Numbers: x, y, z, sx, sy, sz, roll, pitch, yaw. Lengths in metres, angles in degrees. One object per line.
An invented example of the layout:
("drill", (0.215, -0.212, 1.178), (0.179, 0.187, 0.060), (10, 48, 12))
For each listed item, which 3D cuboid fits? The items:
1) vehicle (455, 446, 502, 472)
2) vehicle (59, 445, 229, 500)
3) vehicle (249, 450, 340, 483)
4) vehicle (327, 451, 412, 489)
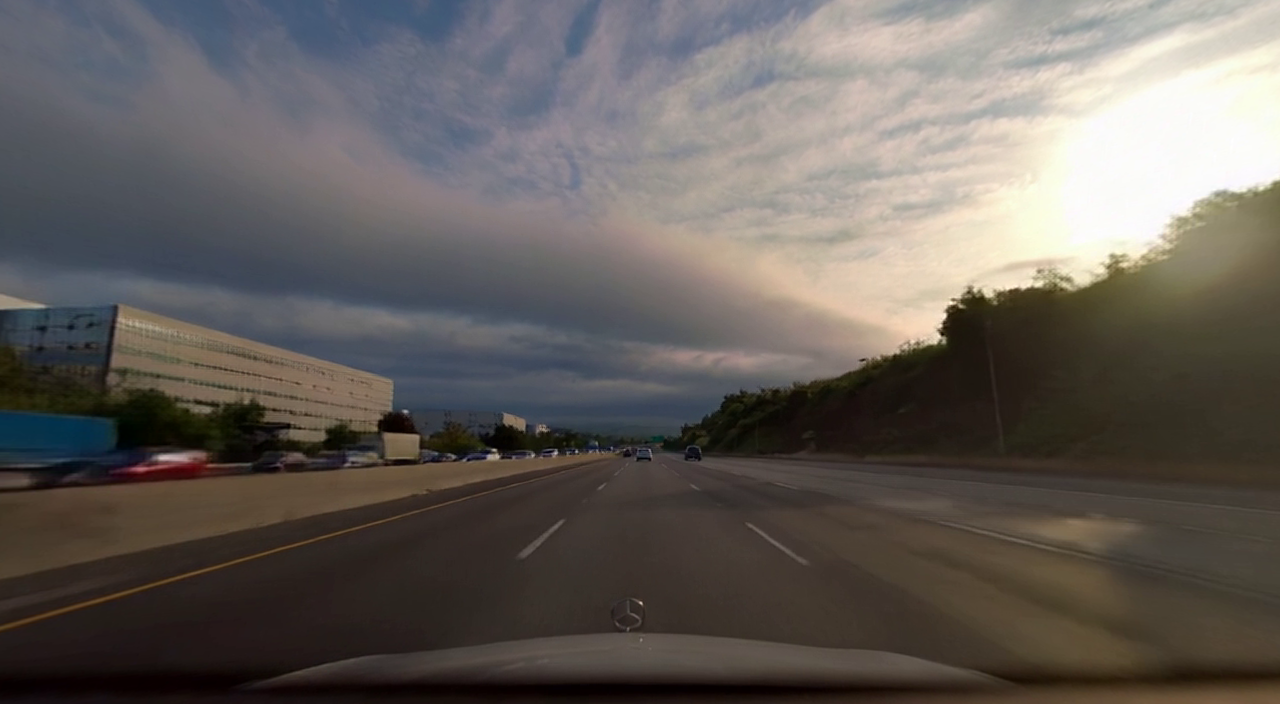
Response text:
("vehicle", (-10.598, 7.045, 41.592), (1.886, 1.568, 4.269), (0, -9, 1))
("vehicle", (-15.654, 3.809, 20.267), (1.894, 1.553, 4.341), (0, -9, 0))
("vehicle", (-16.752, 5.559, 30.865), (1.863, 1.478, 4.653), (0, -9, 0))
("vehicle", (-10.744, 4.690, 25.302), (1.776, 1.385, 3.631), (0, -9, 0))
